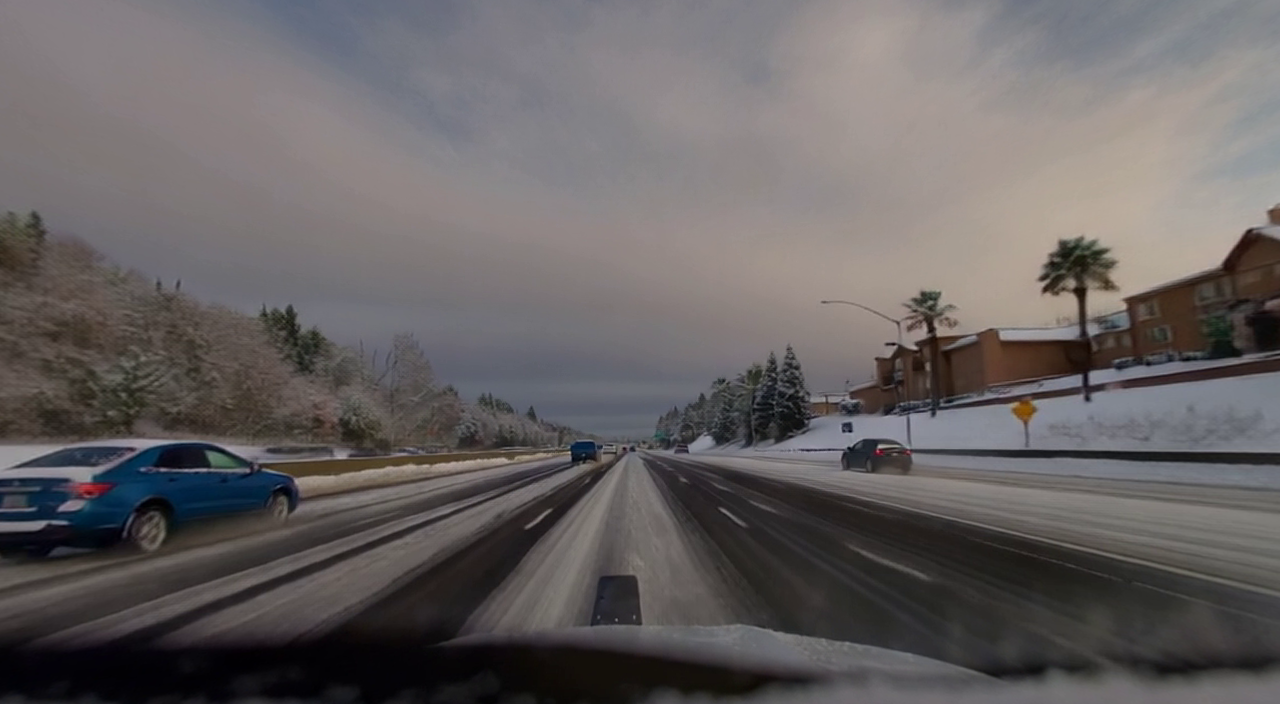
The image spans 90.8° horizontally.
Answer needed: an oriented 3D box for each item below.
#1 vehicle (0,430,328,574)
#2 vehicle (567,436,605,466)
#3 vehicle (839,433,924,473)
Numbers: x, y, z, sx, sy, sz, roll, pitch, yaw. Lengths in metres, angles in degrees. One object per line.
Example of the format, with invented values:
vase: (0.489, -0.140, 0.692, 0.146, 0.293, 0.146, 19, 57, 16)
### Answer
vehicle: (-6.795, 1.946, 9.104, 2.018, 1.480, 4.999, 0, -9, 0)
vehicle: (-3.754, 6.990, 44.551, 2.225, 1.967, 4.673, 0, -9, 1)
vehicle: (11.608, 4.916, 30.756, 2.168, 1.792, 4.457, 0, -9, -3)
